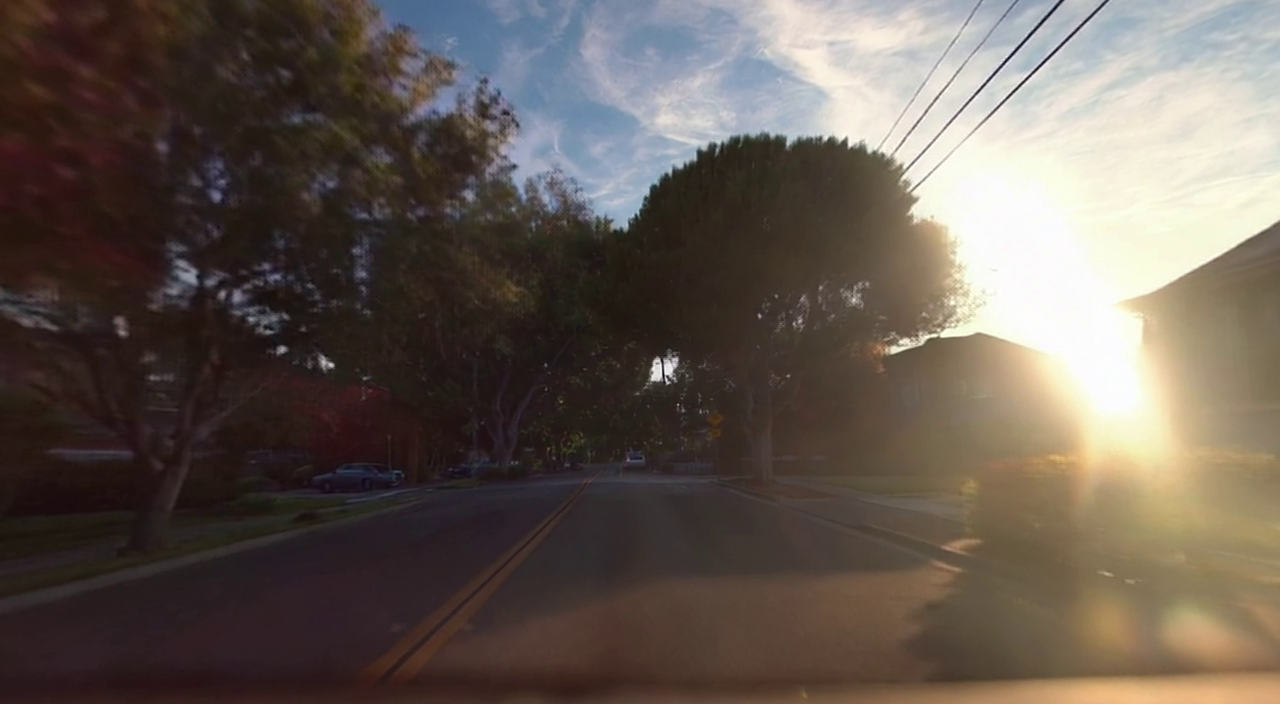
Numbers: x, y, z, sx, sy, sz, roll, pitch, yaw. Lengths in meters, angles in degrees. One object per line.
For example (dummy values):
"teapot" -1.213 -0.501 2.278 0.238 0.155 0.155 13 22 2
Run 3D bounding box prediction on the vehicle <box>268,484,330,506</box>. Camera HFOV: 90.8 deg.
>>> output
"vehicle" -25.387 10.640 47.105 3.733 1.480 1.672 -2 -8 10

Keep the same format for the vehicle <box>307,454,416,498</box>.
"vehicle" -17.091 7.559 38.935 5.586 2.532 2.444 -1 -9 8

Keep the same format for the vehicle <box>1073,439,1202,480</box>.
"vehicle" 23.629 5.080 30.191 4.330 1.767 1.946 -1 -8 16

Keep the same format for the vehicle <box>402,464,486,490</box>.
"vehicle" -12.576 8.022 40.605 4.676 1.484 2.068 -2 -9 12

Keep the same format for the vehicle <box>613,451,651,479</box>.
"vehicle" -0.509 6.474 36.410 2.022 1.481 4.050 0 -9 -3
